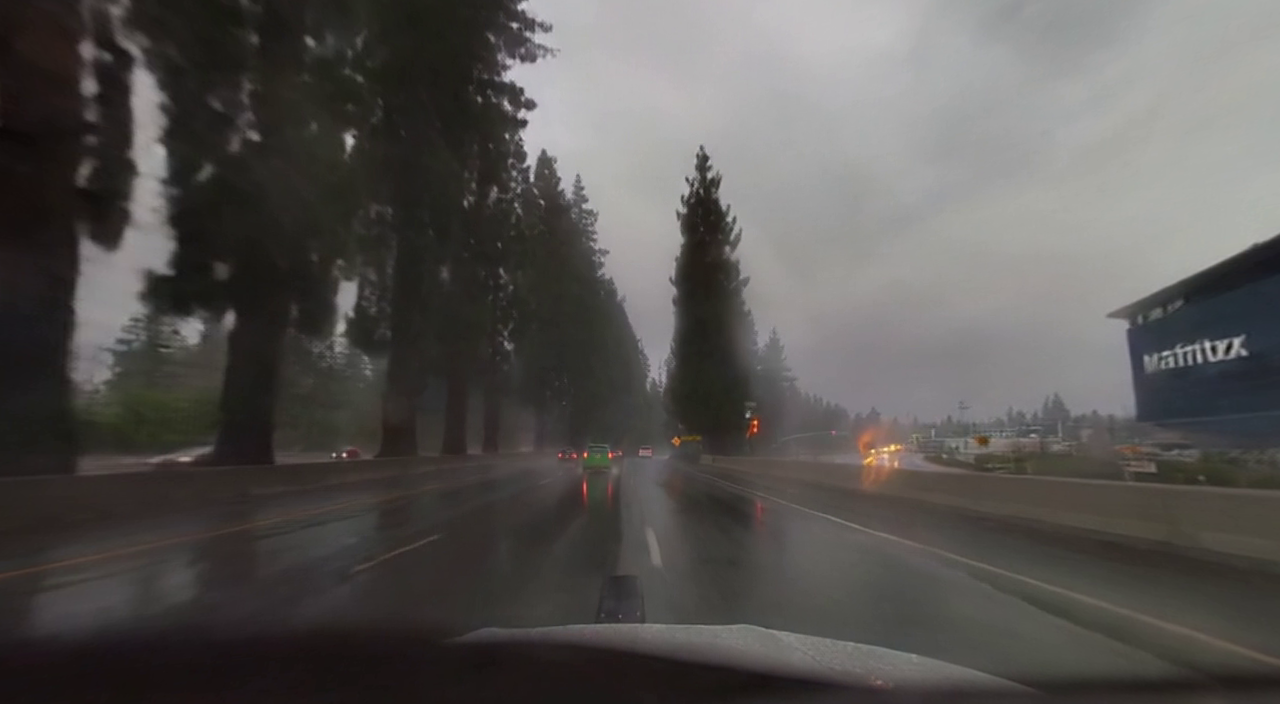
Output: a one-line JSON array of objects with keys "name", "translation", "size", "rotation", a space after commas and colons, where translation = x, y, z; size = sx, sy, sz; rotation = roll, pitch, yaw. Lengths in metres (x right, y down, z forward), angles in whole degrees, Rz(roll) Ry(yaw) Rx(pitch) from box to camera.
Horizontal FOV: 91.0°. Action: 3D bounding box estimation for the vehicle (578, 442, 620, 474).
[{"name": "vehicle", "translation": [-2.391, 6.372, 38.118], "size": [2.302, 1.810, 4.707], "rotation": [0, -9, -1]}]
